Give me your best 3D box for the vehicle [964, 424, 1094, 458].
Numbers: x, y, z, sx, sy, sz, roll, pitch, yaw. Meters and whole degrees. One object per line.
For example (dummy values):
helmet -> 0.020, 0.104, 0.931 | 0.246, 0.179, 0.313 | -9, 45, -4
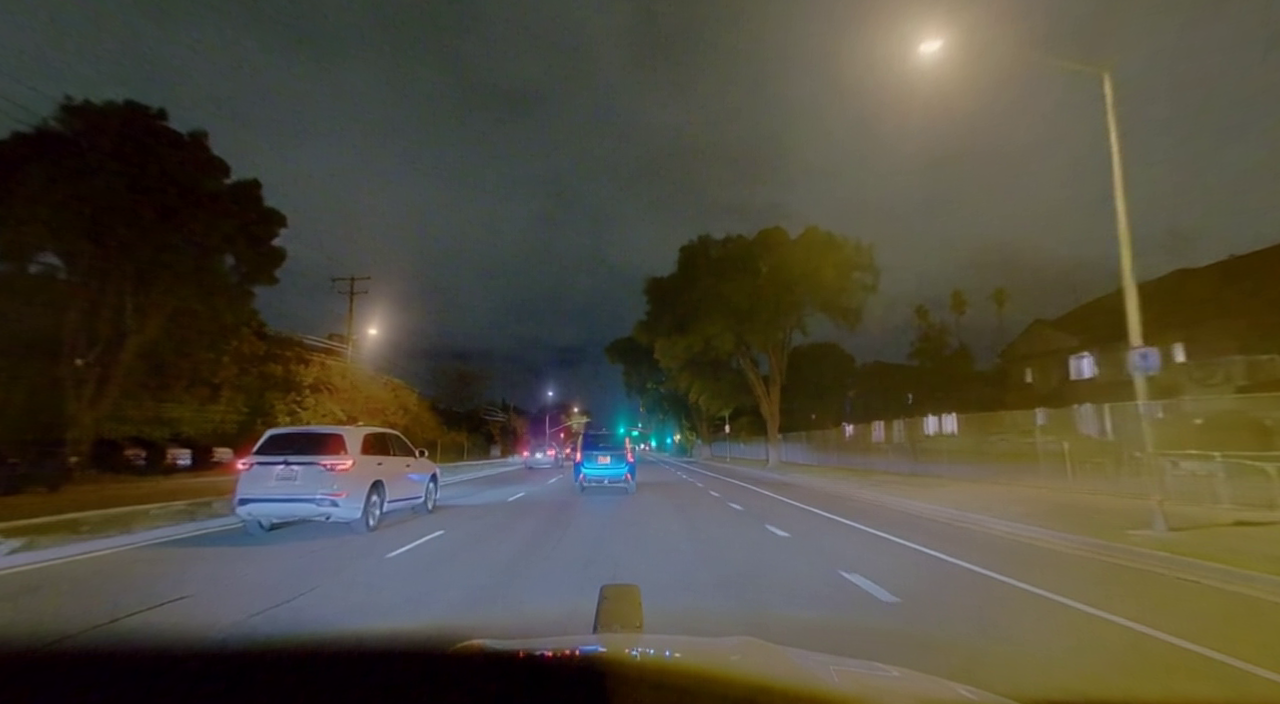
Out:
vehicle -> 17.304, 3.978, 28.293 | 4.500, 1.442, 1.930 | -1, -8, 4

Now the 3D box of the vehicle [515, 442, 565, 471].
vehicle -> -5.437, 5.738, 35.020 | 2.014, 1.493, 4.658 | 0, -8, 0

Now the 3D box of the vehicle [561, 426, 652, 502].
vehicle -> -0.832, 2.935, 16.984 | 2.131, 1.761, 4.242 | 0, -8, -1

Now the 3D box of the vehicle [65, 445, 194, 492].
vehicle -> -19.405, 4.410, 24.274 | 1.707, 1.523, 3.933 | -2, -7, -1

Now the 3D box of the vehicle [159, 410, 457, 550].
vehicle -> -4.776, 1.923, 10.177 | 2.243, 1.722, 4.621 | 0, -8, 0
